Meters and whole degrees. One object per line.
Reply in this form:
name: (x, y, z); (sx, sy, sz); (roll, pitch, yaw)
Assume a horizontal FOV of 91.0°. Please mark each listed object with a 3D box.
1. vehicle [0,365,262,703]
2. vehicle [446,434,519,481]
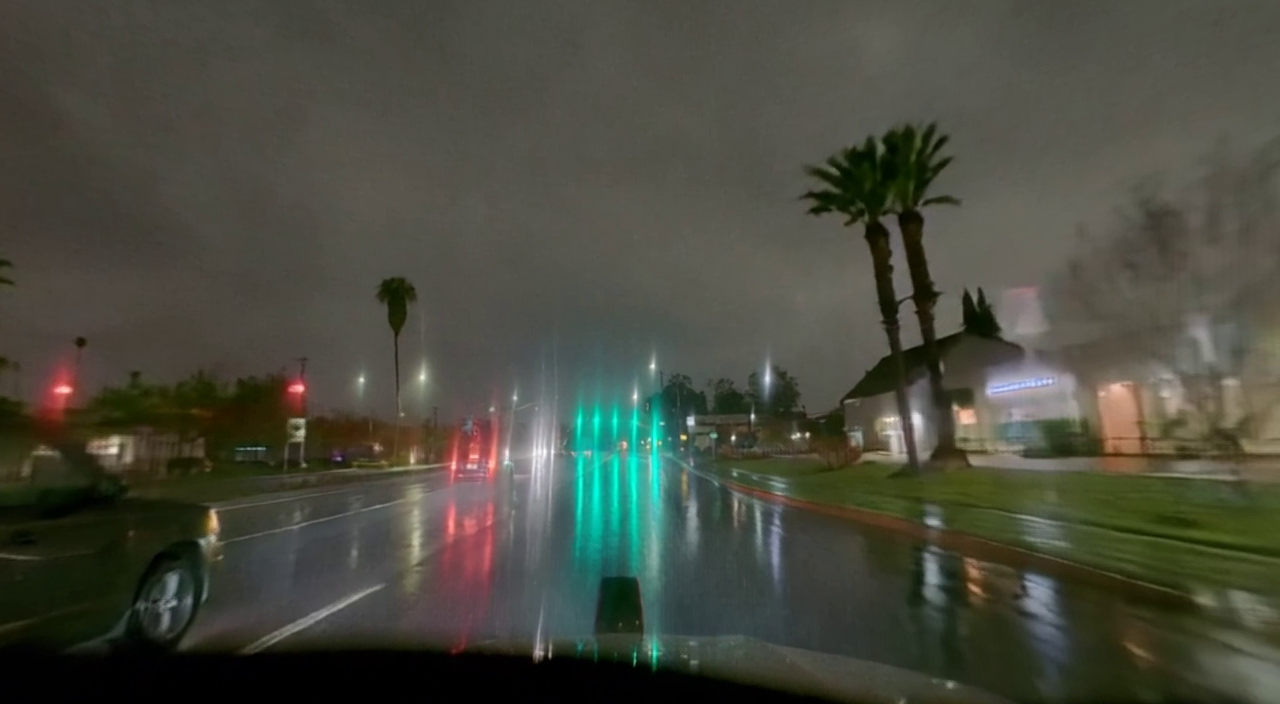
vehicle: (-3.904, 0.870, 2.657); (2.041, 1.666, 4.182); (0, -9, -1)
vehicle: (-6.768, 4.589, 27.614); (2.136, 1.844, 4.363); (0, -9, -1)
